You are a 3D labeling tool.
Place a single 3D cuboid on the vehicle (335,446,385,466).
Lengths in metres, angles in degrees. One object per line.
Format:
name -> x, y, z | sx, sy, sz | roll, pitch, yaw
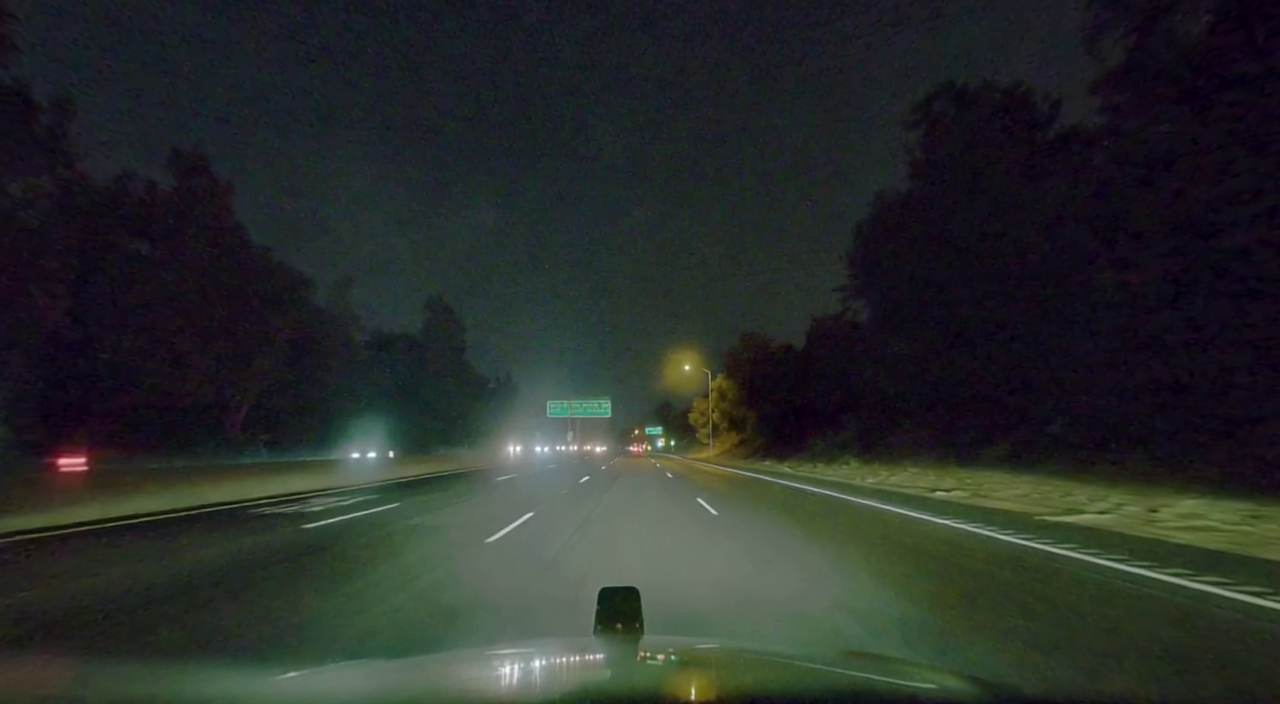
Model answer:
vehicle -> -21.660, 8.022, 48.967 | 1.799, 1.442, 4.505 | 0, -9, 0
